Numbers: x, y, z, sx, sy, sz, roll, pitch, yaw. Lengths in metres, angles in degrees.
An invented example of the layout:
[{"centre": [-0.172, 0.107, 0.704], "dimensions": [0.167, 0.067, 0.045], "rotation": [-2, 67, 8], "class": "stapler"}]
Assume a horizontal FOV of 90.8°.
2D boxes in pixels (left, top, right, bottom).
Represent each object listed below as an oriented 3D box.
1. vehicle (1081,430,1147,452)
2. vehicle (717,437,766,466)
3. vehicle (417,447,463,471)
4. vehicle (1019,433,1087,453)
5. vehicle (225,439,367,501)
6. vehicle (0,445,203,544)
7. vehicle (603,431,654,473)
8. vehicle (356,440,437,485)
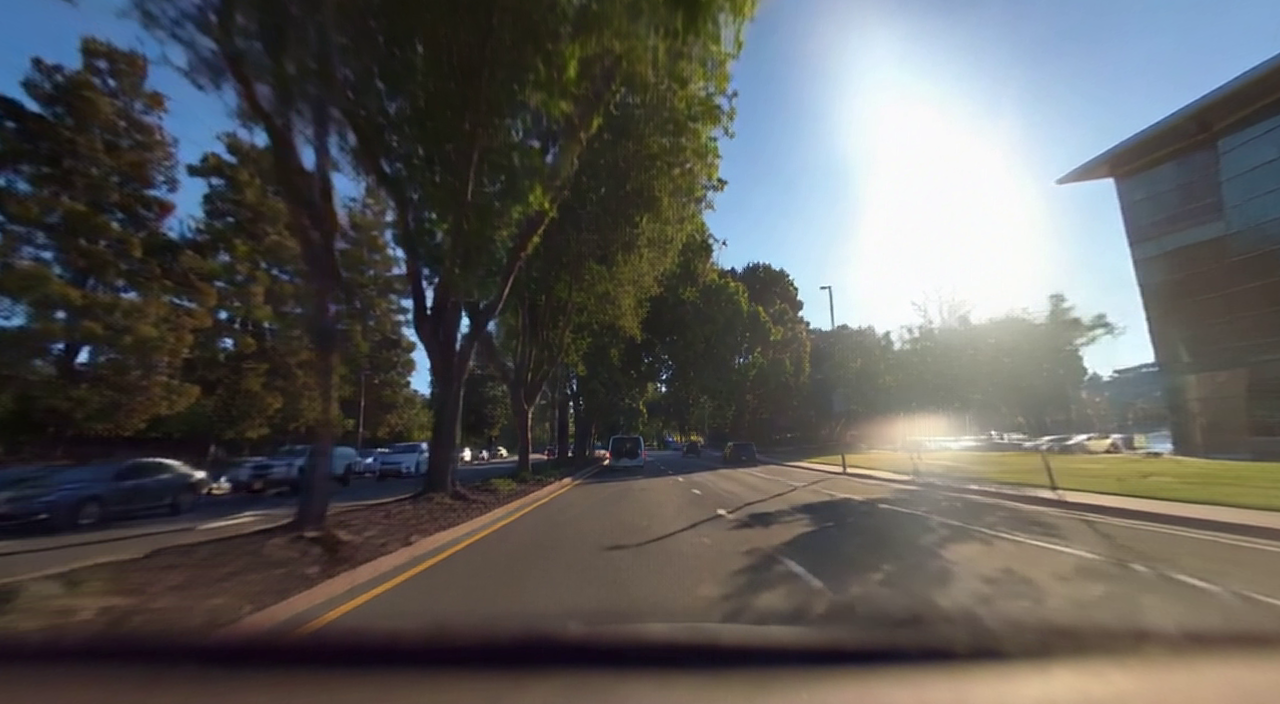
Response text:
[{"centre": [36.548, 6.890, 48.793], "dimensions": [1.807, 1.582, 3.811], "rotation": [1, -8, -7], "class": "vehicle"}, {"centre": [6.674, 6.604, 42.079], "dimensions": [2.364, 1.781, 4.854], "rotation": [0, -8, -1], "class": "vehicle"}, {"centre": [-14.755, 7.890, 46.842], "dimensions": [1.950, 1.655, 4.395], "rotation": [0, -8, 0], "class": "vehicle"}, {"centre": [31.603, 6.981, 48.529], "dimensions": [1.743, 1.445, 4.495], "rotation": [1, -8, -8], "class": "vehicle"}, {"centre": [-11.332, 3.897, 21.347], "dimensions": [2.042, 1.822, 4.913], "rotation": [0, -8, -1], "class": "vehicle"}, {"centre": [-11.398, 2.766, 12.941], "dimensions": [1.899, 1.607, 4.297], "rotation": [-2, -8, -1], "class": "vehicle"}, {"centre": [-0.534, 5.127, 32.526], "dimensions": [2.411, 1.937, 5.186], "rotation": [0, -8, 0], "class": "vehicle"}, {"centre": [-11.534, 5.218, 30.333], "dimensions": [2.082, 1.824, 4.840], "rotation": [-2, -7, -1], "class": "vehicle"}]
